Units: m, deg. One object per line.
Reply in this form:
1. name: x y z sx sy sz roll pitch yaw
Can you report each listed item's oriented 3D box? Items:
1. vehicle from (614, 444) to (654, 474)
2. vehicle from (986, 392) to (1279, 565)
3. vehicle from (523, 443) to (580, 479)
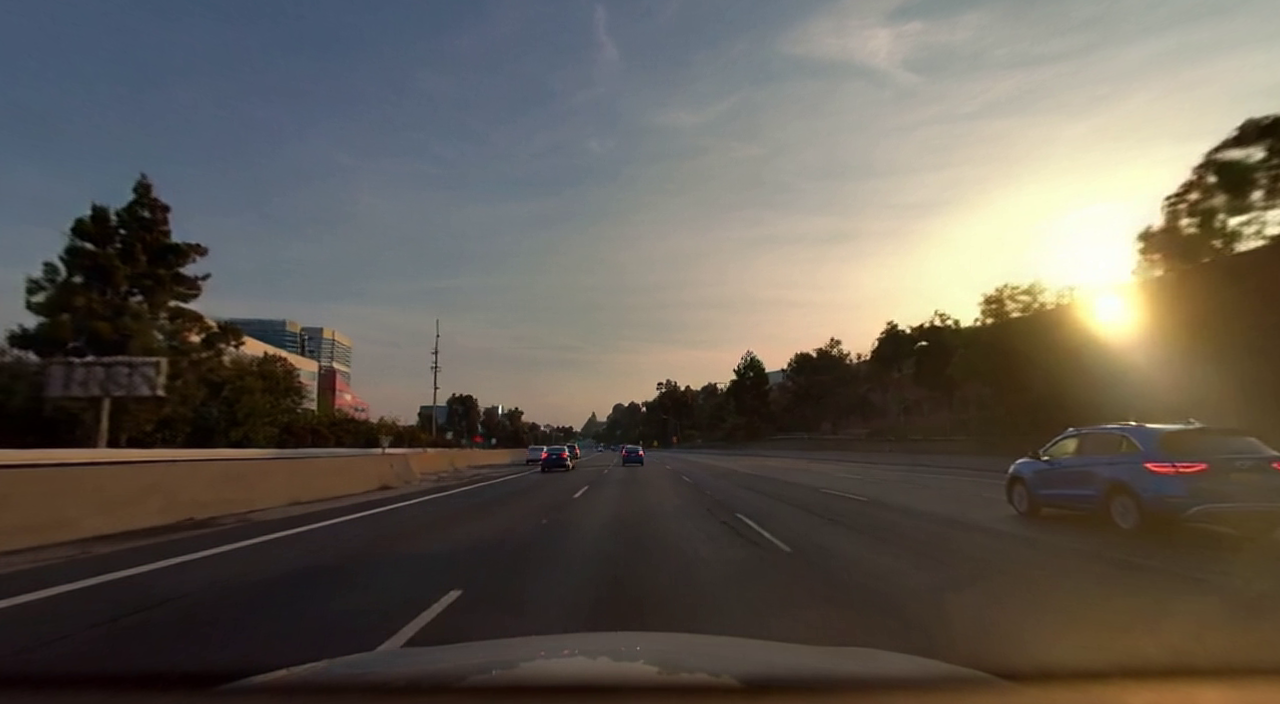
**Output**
1. vehicle: -0.341 5.704 34.044 1.997 1.485 4.094 0 -9 -1
2. vehicle: 7.379 1.673 9.066 2.028 1.801 4.741 0 -9 -1
3. vehicle: -3.908 4.904 28.712 1.886 1.465 4.625 0 -9 0
